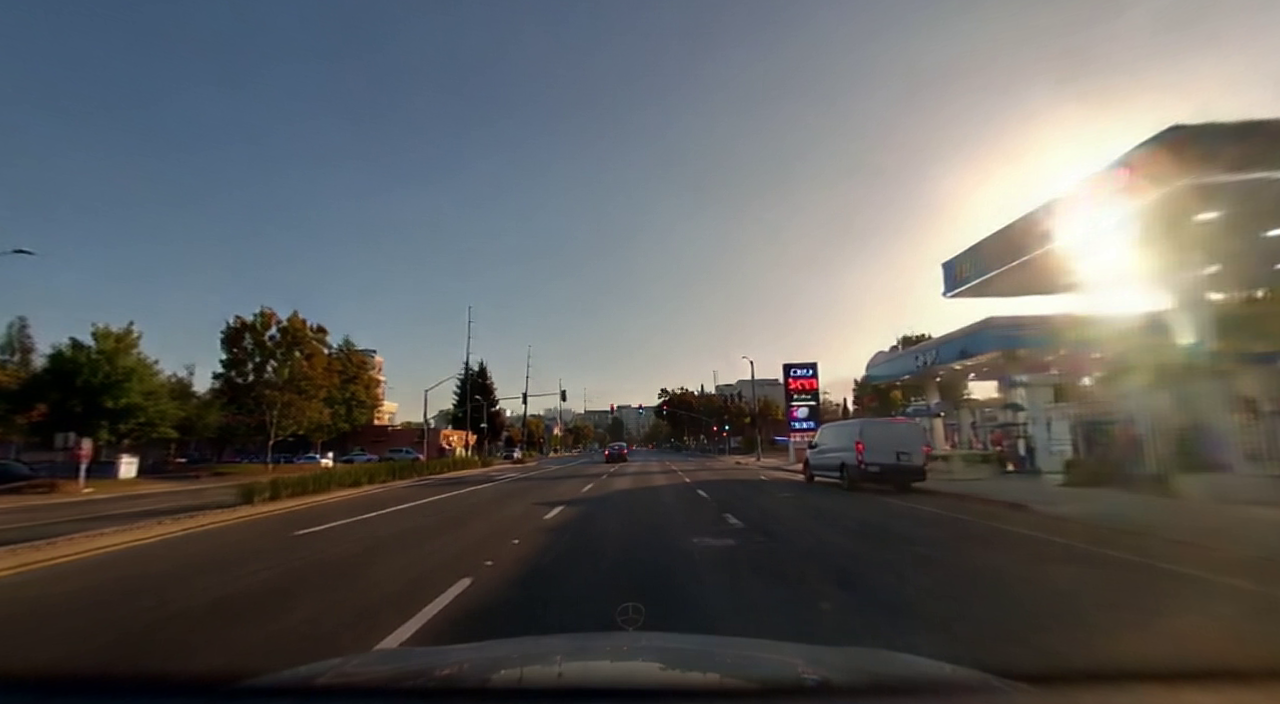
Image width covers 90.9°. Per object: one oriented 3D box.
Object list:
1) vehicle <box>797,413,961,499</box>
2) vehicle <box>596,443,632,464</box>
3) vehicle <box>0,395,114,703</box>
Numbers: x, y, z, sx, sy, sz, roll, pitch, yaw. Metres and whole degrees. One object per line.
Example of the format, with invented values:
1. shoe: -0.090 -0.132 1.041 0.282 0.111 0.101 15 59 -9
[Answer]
1. vehicle: 7.329 3.311 20.500 2.764 2.327 6.492 0 -8 0
2. vehicle: -1.859 7.479 46.541 2.082 1.460 4.442 -1 -8 5
3. vehicle: -3.384 0.646 0.559 2.018 1.470 4.346 0 -8 1
